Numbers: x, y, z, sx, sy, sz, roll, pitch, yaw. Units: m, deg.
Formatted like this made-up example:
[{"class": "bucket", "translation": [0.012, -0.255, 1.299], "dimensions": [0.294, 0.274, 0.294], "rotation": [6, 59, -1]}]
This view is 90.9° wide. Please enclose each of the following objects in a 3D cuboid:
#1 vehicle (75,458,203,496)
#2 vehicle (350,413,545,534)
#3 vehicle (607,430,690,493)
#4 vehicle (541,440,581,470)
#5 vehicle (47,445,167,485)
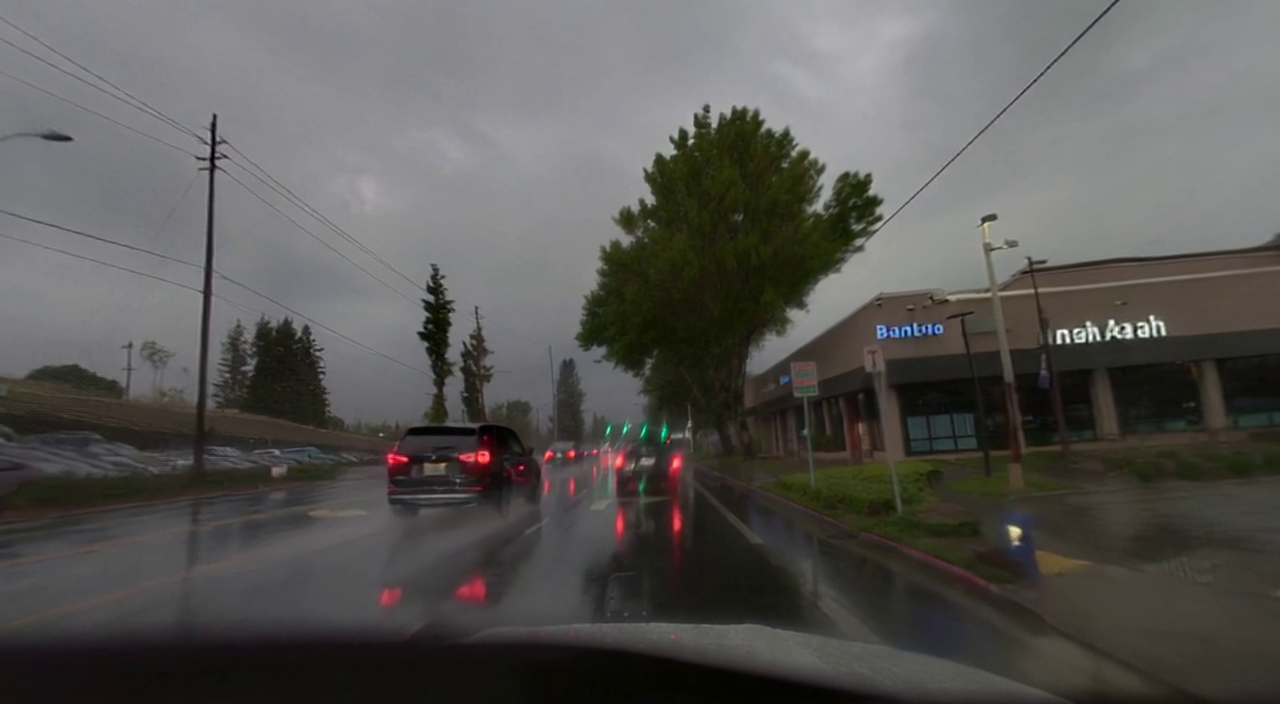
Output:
[{"class": "vehicle", "translation": [-23.033, 5.725, 29.250], "dimensions": [1.862, 1.468, 4.708], "rotation": [0, -8, 4]}, {"class": "vehicle", "translation": [-3.398, 2.271, 12.478], "dimensions": [2.064, 1.859, 5.154], "rotation": [0, -8, 2]}, {"class": "vehicle", "translation": [0.221, 3.115, 18.291], "dimensions": [2.108, 1.612, 4.246], "rotation": [0, -8, 0]}, {"class": "vehicle", "translation": [-4.780, 6.265, 38.503], "dimensions": [1.862, 1.694, 4.315], "rotation": [0, -8, 0]}, {"class": "vehicle", "translation": [-29.304, 6.193, 34.751], "dimensions": [4.703, 2.084, 2.143], "rotation": [0, -9, 4]}]
